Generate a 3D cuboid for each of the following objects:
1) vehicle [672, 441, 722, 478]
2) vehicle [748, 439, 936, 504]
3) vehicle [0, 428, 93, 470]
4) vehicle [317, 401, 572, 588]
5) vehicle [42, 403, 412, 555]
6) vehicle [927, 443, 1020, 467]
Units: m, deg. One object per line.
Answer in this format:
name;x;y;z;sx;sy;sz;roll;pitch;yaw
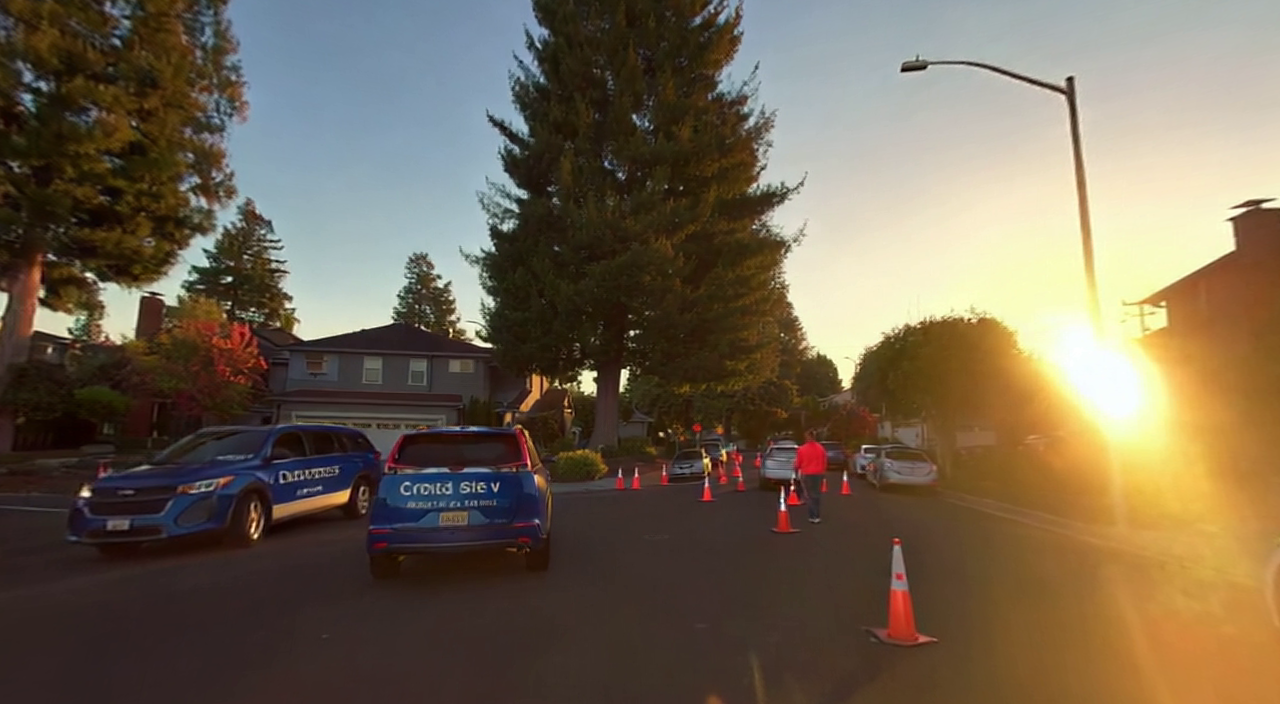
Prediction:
vehicle;3.047;5.591;33.123;2.014;1.742;4.297;-2;-9;13
vehicle;5.659;3.288;17.885;4.656;1.577;2.099;2;-8;-18
vehicle;-29.907;4.755;31.023;1.908;1.898;4.120;-2;-9;11
vehicle;-2.300;1.668;8.235;2.350;1.748;4.094;2;-9;-12
vehicle;-6.195;1.974;10.572;2.471;1.892;4.952;-1;-9;6
vehicle;22.207;6.846;42.247;5.066;1.534;1.905;-1;-9;9
